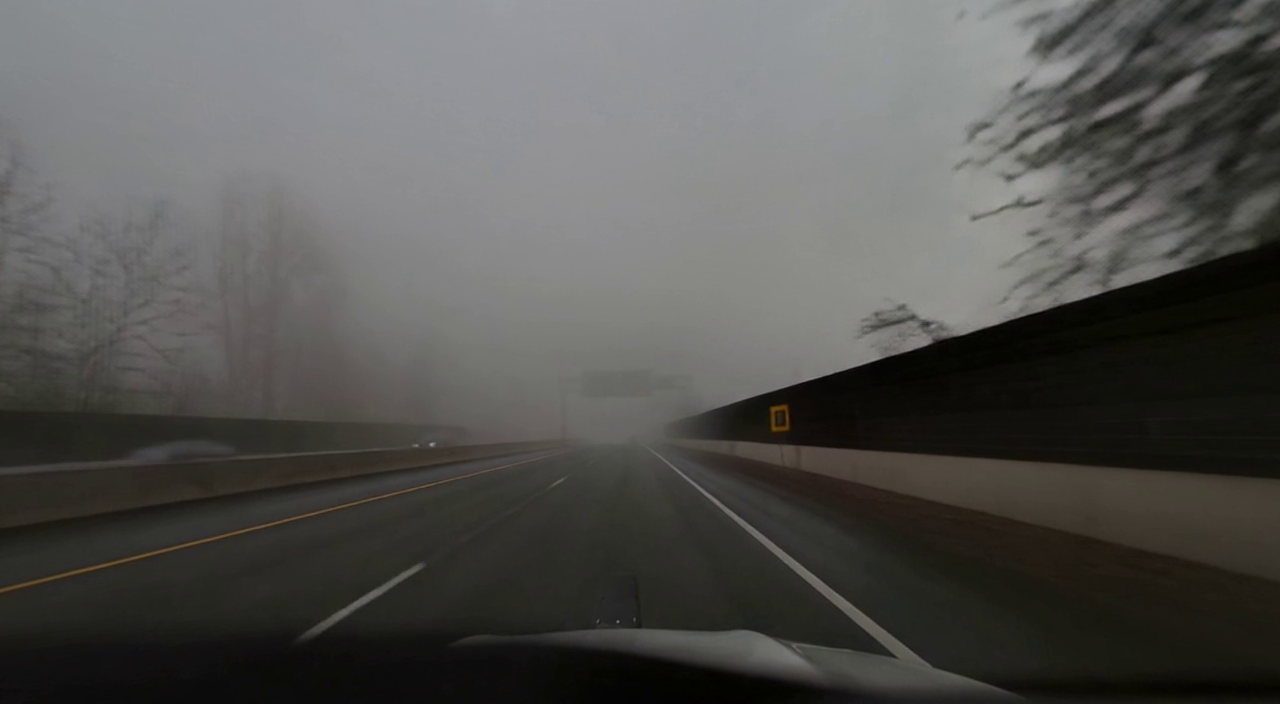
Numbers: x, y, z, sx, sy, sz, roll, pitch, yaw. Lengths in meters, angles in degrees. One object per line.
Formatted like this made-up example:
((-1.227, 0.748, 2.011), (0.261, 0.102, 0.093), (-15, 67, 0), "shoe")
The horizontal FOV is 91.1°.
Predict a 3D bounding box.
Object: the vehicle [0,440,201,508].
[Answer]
((-14.483, 3.185, 17.028), (1.884, 1.540, 4.588), (0, -8, 0), "vehicle")

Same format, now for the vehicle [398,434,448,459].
((-14.917, 6.487, 43.448), (1.888, 1.649, 4.339), (0, -8, 0), "vehicle")
